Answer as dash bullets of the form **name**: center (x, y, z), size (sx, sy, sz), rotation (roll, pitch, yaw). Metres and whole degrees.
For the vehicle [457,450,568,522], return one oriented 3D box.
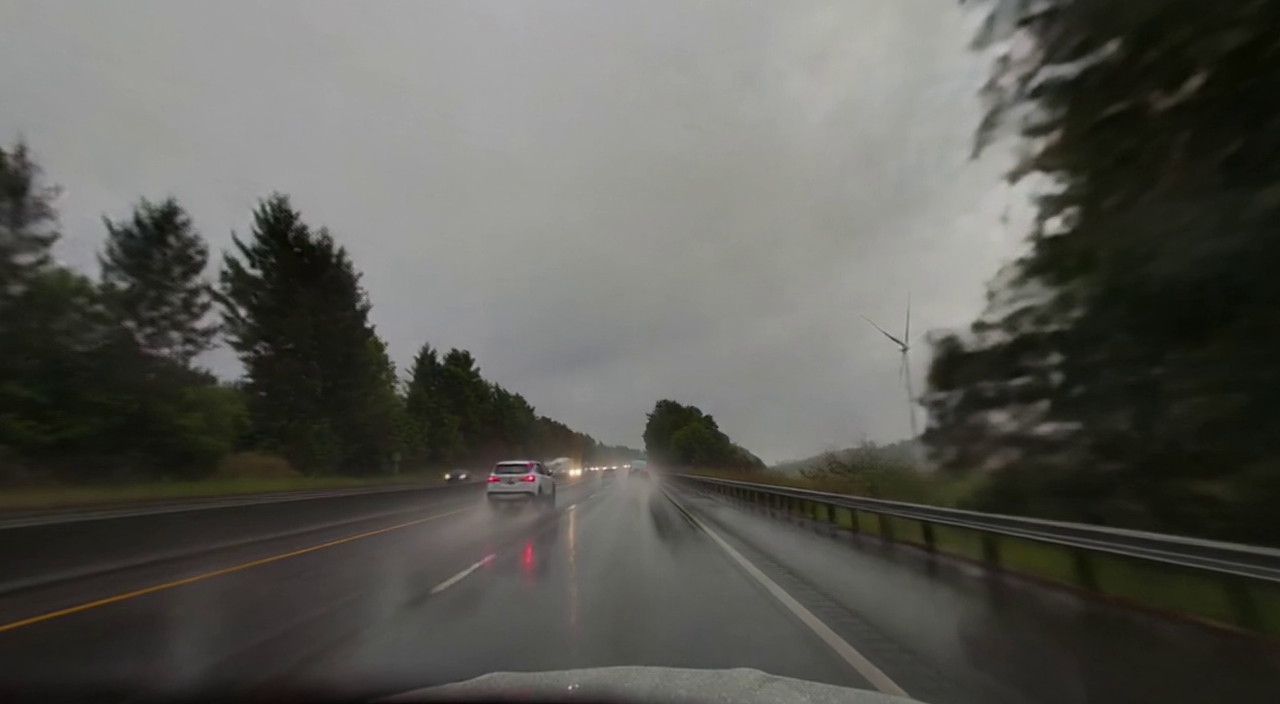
- **vehicle**: center (-3.404, 3.711, 17.775), size (2.124, 1.705, 4.440), rotation (1, -11, 1)
